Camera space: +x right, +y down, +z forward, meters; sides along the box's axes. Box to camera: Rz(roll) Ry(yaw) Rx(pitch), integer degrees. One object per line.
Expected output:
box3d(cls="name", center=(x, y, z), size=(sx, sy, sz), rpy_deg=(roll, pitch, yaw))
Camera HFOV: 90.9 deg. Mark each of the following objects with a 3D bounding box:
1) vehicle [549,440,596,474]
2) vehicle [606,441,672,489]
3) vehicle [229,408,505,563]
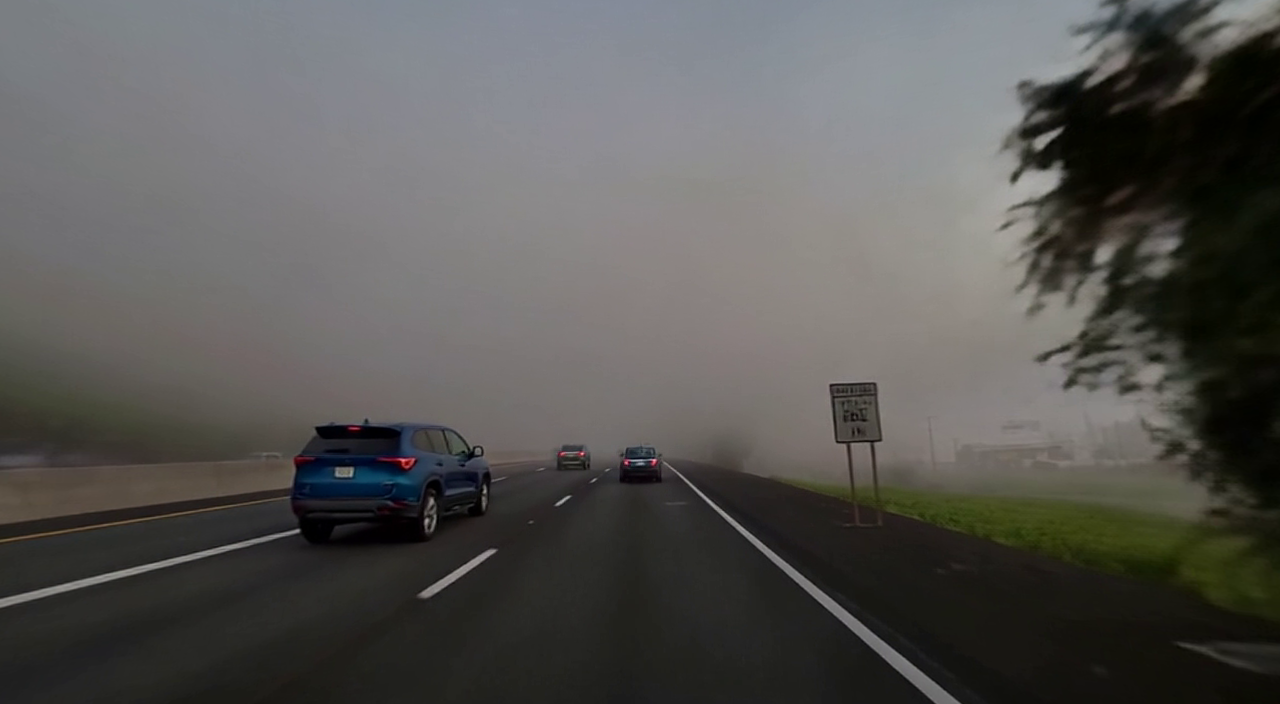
box3d(cls="vehicle", center=(-3.614, 5.721, 34.622), size=(1.993, 1.717, 4.321), rpy_deg=(-1, -8, 2))
box3d(cls="vehicle", center=(-0.031, 3.840, 21.711), size=(2.047, 1.473, 3.978), rpy_deg=(0, -8, 0))
box3d(cls="vehicle", center=(-3.693, 1.899, 9.705), size=(2.133, 1.789, 4.518), rpy_deg=(-1, -8, 1))
